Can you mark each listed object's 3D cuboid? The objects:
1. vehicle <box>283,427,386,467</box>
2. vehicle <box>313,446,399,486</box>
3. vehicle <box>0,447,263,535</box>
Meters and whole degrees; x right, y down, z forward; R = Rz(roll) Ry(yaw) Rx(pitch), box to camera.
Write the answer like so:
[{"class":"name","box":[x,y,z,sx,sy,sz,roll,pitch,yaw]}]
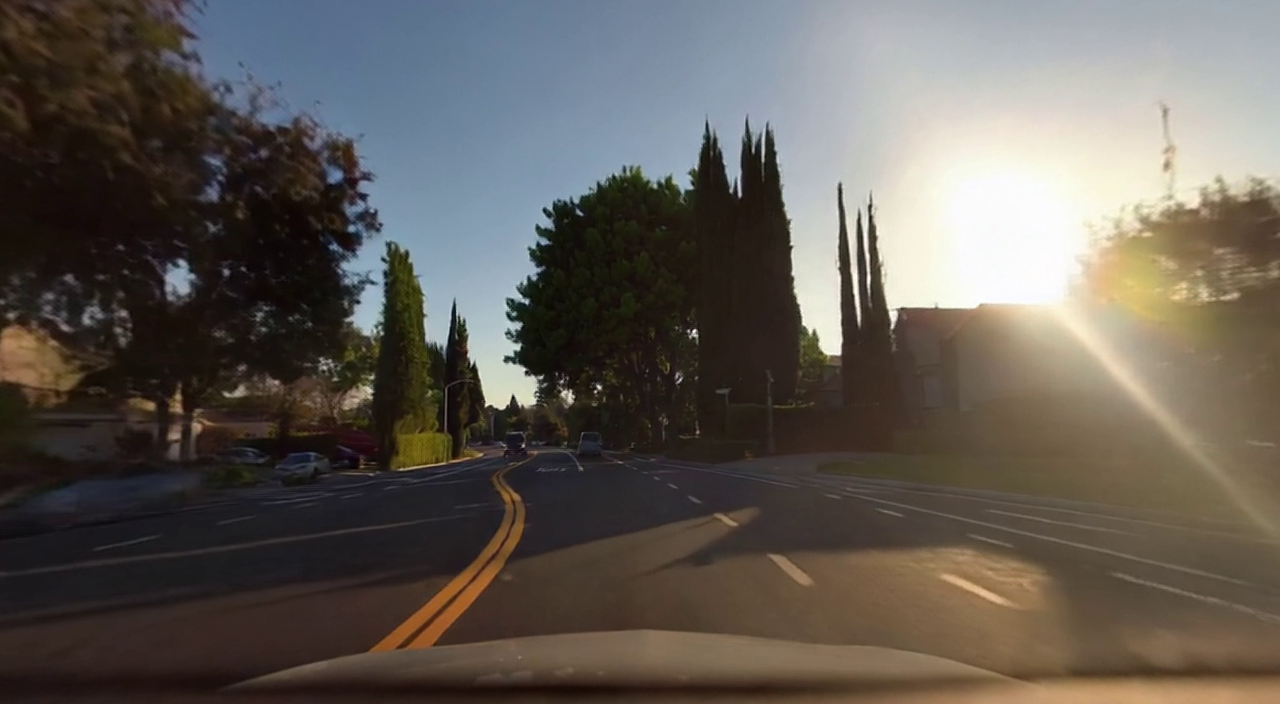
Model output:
[{"class":"vehicle","box":[-22.359,6.980,46.260,6.474,2.781,2.364,-1,-8,8]},{"class":"vehicle","box":[-12.885,5.154,28.898,1.881,1.655,4.177,0,-8,1]},{"class":"vehicle","box":[-10.719,2.819,13.503,1.979,1.503,4.678,-2,-9,7]}]
